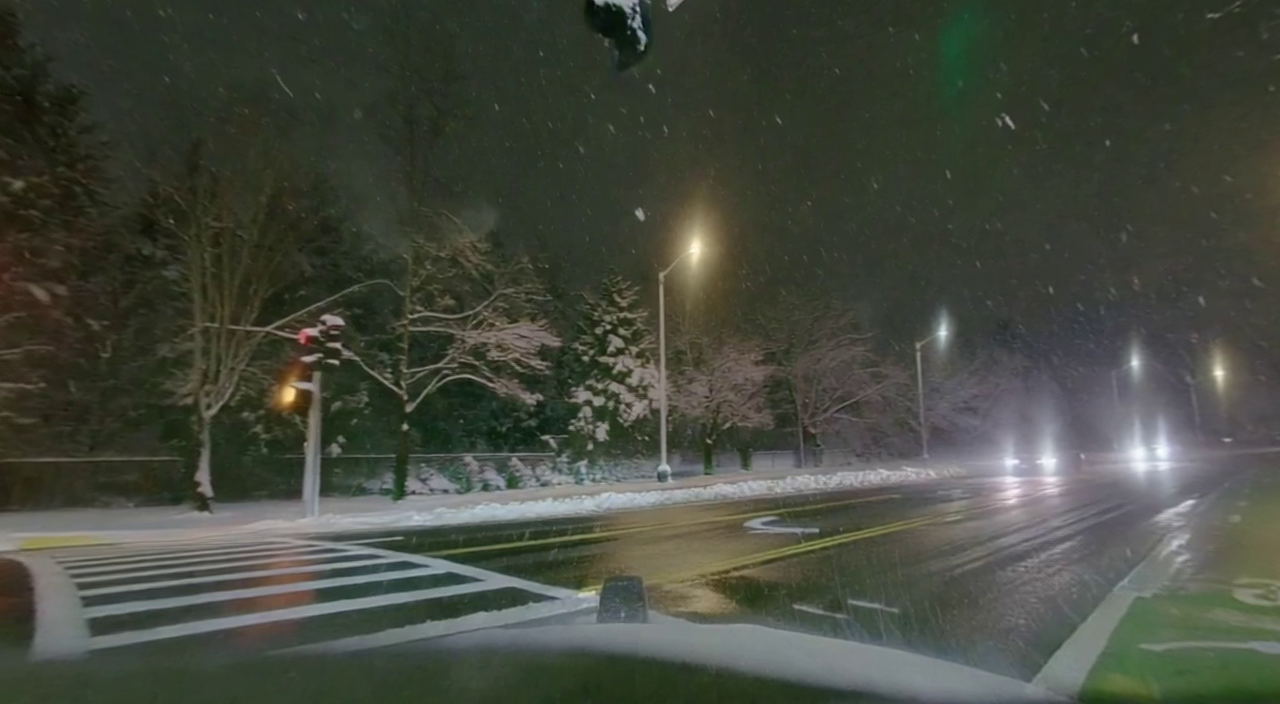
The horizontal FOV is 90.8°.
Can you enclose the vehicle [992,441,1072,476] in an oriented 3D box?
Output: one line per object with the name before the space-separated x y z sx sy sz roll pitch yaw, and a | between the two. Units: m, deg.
vehicle | 18.212 4.889 29.252 2.071 1.456 4.663 -8 -12 43
